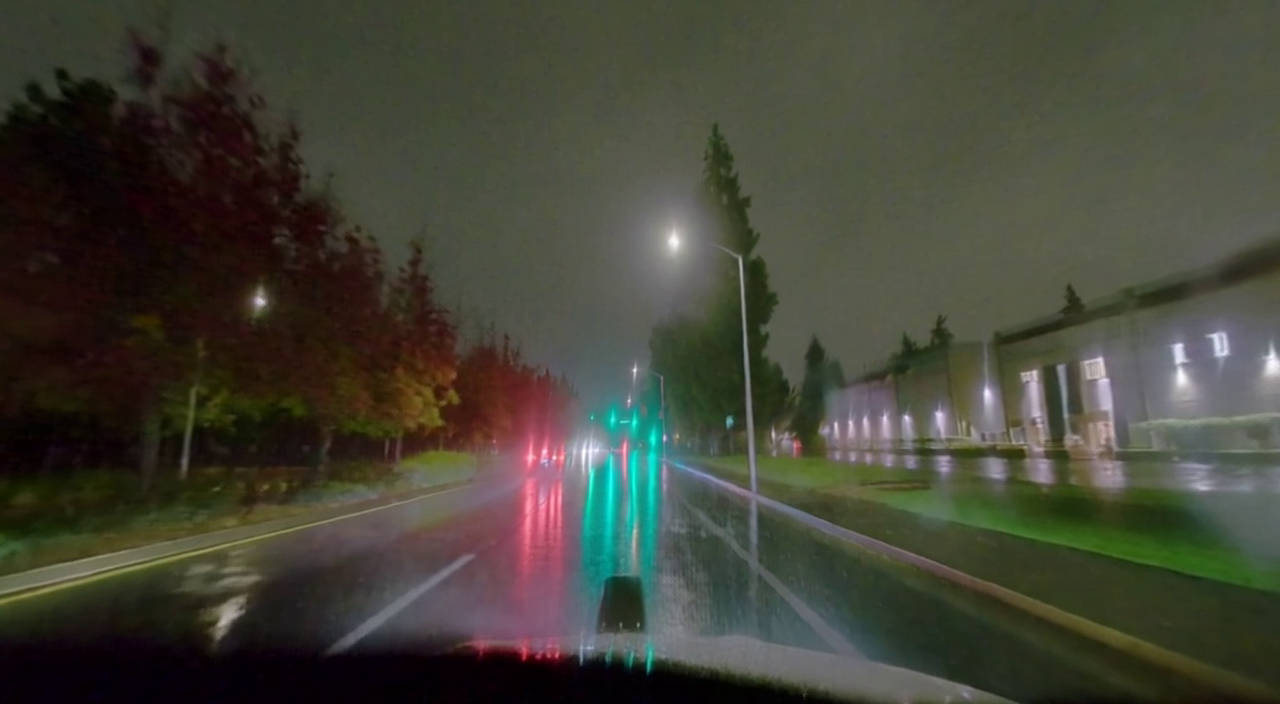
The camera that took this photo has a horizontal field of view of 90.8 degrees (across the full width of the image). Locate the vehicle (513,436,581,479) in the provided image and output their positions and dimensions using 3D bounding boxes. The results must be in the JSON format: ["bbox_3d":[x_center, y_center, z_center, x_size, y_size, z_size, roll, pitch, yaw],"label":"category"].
[{"bbox_3d":[-3.904,4.536,27.398,2.202,1.685,4.772,0,-9,0],"label":"vehicle"}]
